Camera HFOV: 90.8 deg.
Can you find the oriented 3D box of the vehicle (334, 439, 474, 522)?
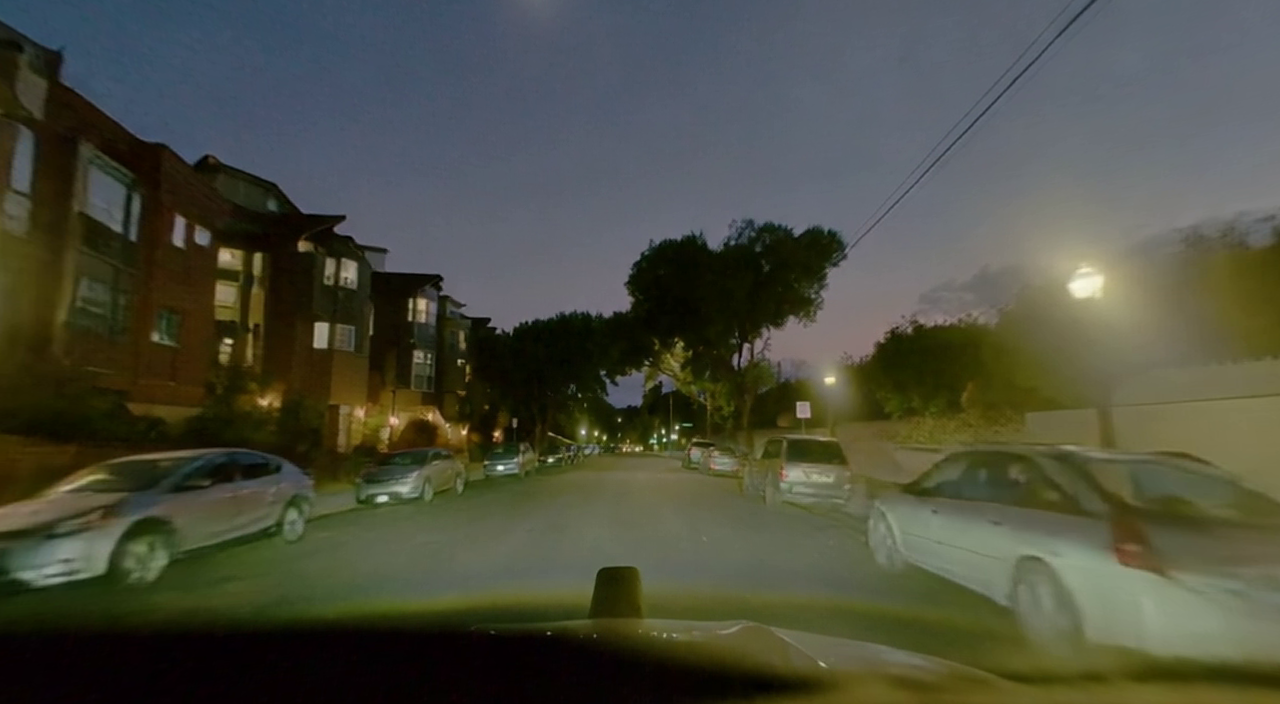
[{"bbox_3d":[-5.893,3.183,16.396,1.901,1.475,4.425,-5,-5,0],"label":"vehicle"}]

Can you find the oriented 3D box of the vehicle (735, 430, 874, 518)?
[{"bbox_3d":[3.479,2.667,14.336,1.950,1.647,4.425,0,-9,0],"label":"vehicle"}]

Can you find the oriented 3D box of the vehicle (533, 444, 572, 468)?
[{"bbox_3d":[-5.831,6.950,42.518,1.998,1.485,4.476,0,-9,0],"label":"vehicle"}]

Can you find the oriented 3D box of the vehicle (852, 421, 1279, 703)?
[{"bbox_3d":[3.485,1.388,5.065,1.881,1.482,4.531,0,-9,-2],"label":"vehicle"}]

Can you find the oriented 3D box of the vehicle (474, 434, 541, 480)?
[{"bbox_3d":[-5.984,4.813,29.038,2.106,1.760,4.573,-4,-9,-2],"label":"vehicle"}]

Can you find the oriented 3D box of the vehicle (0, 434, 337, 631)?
[{"bbox_3d":[-5.772,1.859,7.657,1.947,1.551,4.552,-4,-7,1],"label":"vehicle"}]

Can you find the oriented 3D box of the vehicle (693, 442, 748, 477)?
[{"bbox_3d":[3.658,4.981,29.570,1.968,1.505,4.368,0,-9,0],"label":"vehicle"}]
